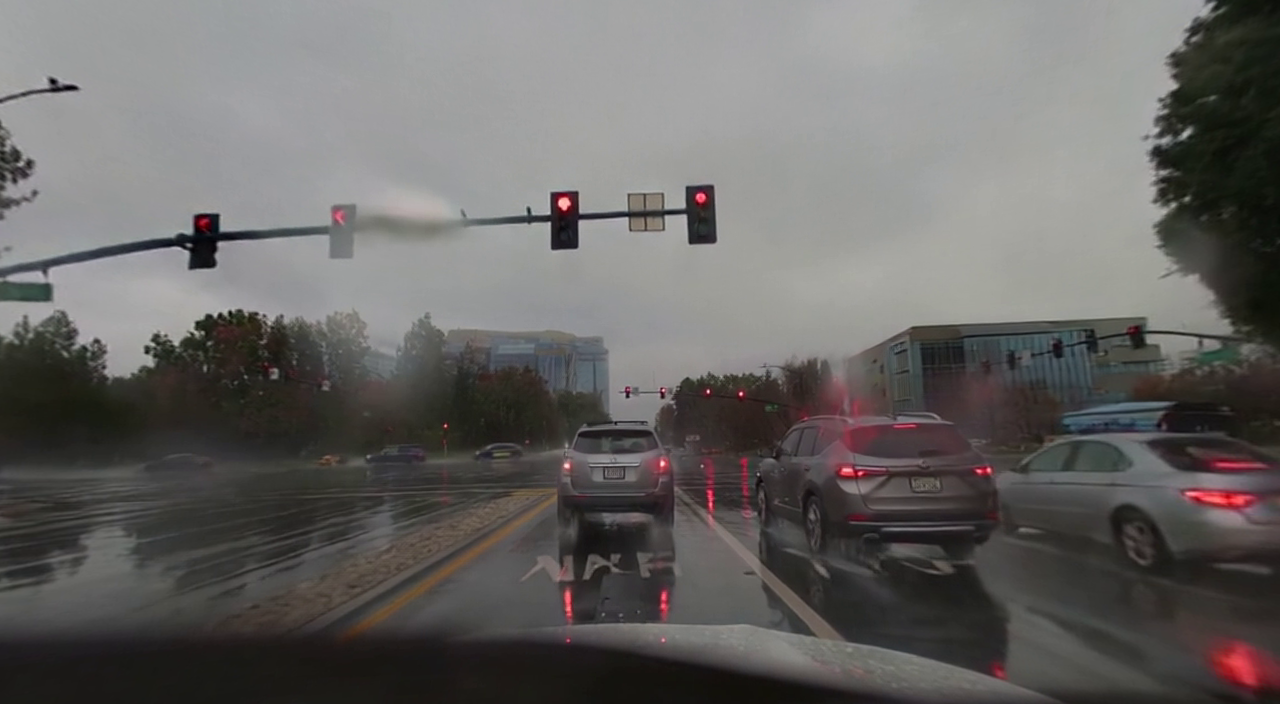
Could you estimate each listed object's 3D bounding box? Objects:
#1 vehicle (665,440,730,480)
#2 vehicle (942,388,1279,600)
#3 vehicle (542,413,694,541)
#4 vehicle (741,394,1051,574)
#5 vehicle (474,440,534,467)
[{"bbox_3d":[2.208,4.312,25.597,1.900,1.459,4.260,1,-8,-5],"label":"vehicle"},{"bbox_3d":[6.095,1.548,7.863,2.049,1.743,5.146,0,-8,-1],"label":"vehicle"},{"bbox_3d":[-0.342,1.996,10.650,2.039,1.698,4.144,0,-8,-1],"label":"vehicle"},{"bbox_3d":[2.951,1.653,8.641,2.228,1.798,4.370,0,-9,-3],"label":"vehicle"},{"bbox_3d":[-9.191,6.822,42.550,2.188,1.712,4.318,7,-11,-38],"label":"vehicle"}]
